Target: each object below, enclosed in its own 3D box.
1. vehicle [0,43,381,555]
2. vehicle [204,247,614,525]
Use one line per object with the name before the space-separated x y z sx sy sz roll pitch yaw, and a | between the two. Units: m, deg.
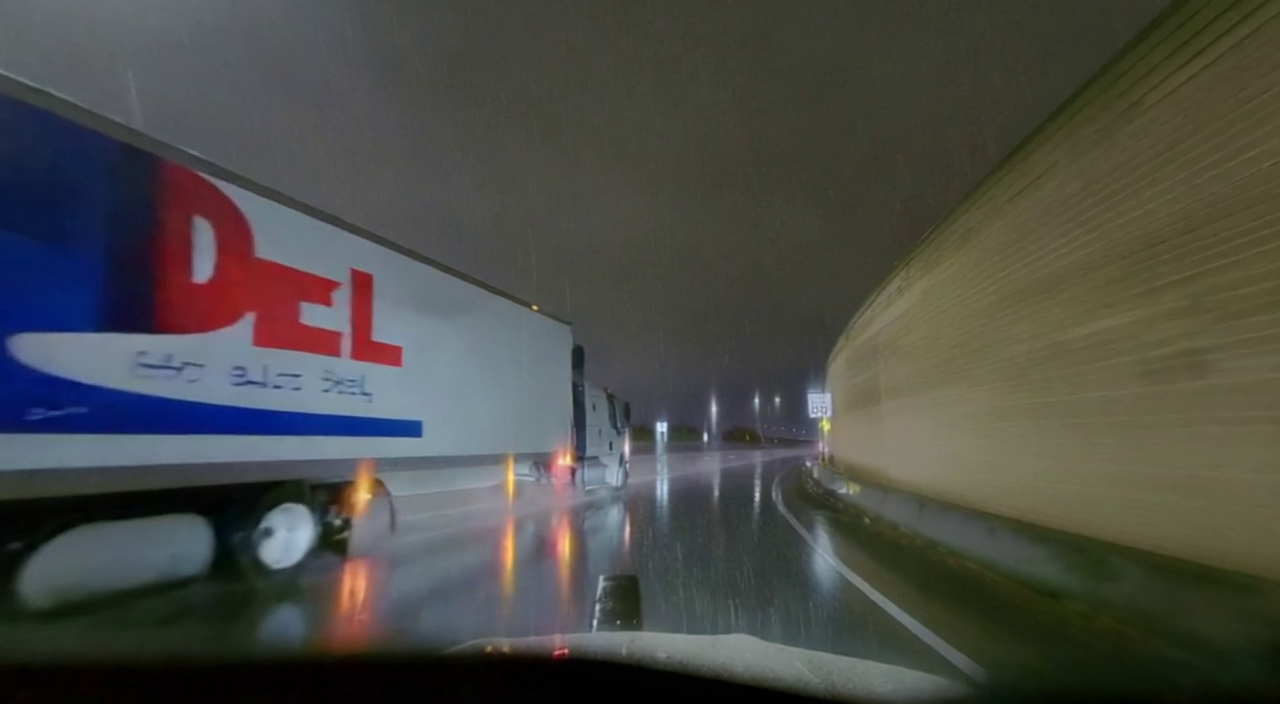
vehicle | -6.586 -0.419 5.627 2.796 4.184 8.554 -1 -8 17
vehicle | -3.769 1.158 14.517 2.997 4.029 10.500 -2 -8 17
